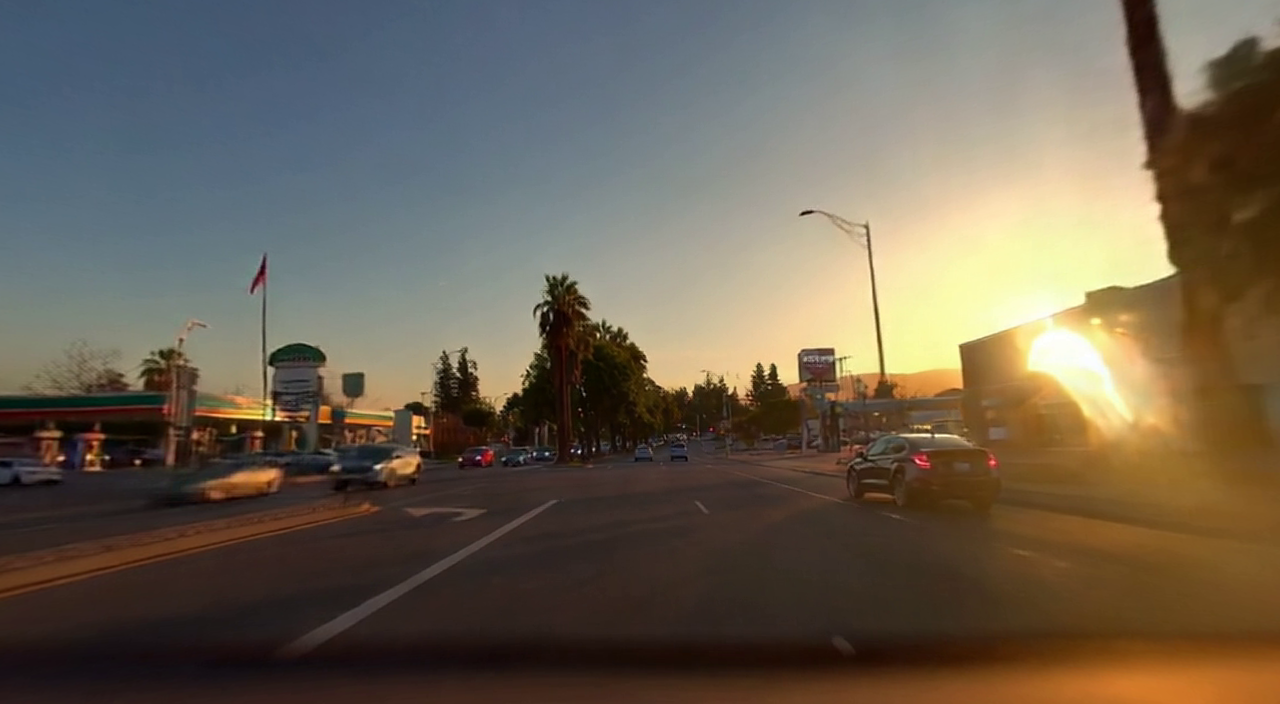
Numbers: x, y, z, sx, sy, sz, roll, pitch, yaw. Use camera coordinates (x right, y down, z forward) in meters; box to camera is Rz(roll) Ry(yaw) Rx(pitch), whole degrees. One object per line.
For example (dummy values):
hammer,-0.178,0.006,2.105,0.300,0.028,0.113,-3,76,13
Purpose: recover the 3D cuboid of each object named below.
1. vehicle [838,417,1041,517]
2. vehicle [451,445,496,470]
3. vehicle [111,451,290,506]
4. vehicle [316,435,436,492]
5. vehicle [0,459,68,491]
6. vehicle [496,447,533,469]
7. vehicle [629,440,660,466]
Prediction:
vehicle,6.302,2.482,14.162,2.066,1.807,4.893,0,-9,-1
vehicle,-12.197,7.733,46.589,2.082,1.720,4.316,-1,-8,1
vehicle,-13.917,3.996,20.541,2.098,1.478,4.928,-1,-8,3
vehicle,-9.282,3.945,22.812,2.042,1.782,4.919,-1,-9,2
vehicle,-32.592,6.276,32.291,4.623,1.572,2.097,0,-11,0
vehicle,-8.824,7.457,44.777,1.806,1.444,3.606,-1,-9,2
vehicle,0.335,7.417,46.574,2.177,1.754,3.815,-1,-8,0
